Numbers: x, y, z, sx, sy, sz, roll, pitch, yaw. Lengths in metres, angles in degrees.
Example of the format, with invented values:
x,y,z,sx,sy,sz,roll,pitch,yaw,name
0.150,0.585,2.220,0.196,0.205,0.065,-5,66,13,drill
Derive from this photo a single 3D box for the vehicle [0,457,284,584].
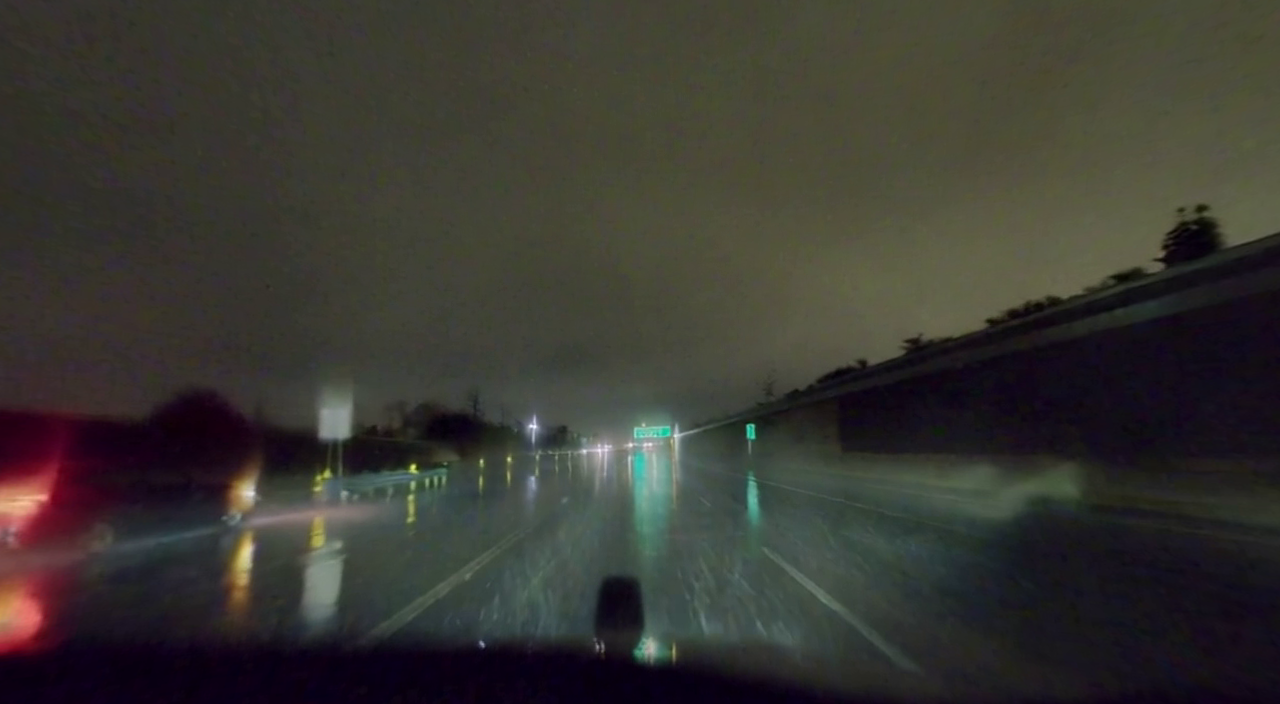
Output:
x,y,z,sx,sy,sz,roll,pitch,yaw,name
-7.510,2.174,9.021,2.165,1.274,4.525,0,-9,0,vehicle
